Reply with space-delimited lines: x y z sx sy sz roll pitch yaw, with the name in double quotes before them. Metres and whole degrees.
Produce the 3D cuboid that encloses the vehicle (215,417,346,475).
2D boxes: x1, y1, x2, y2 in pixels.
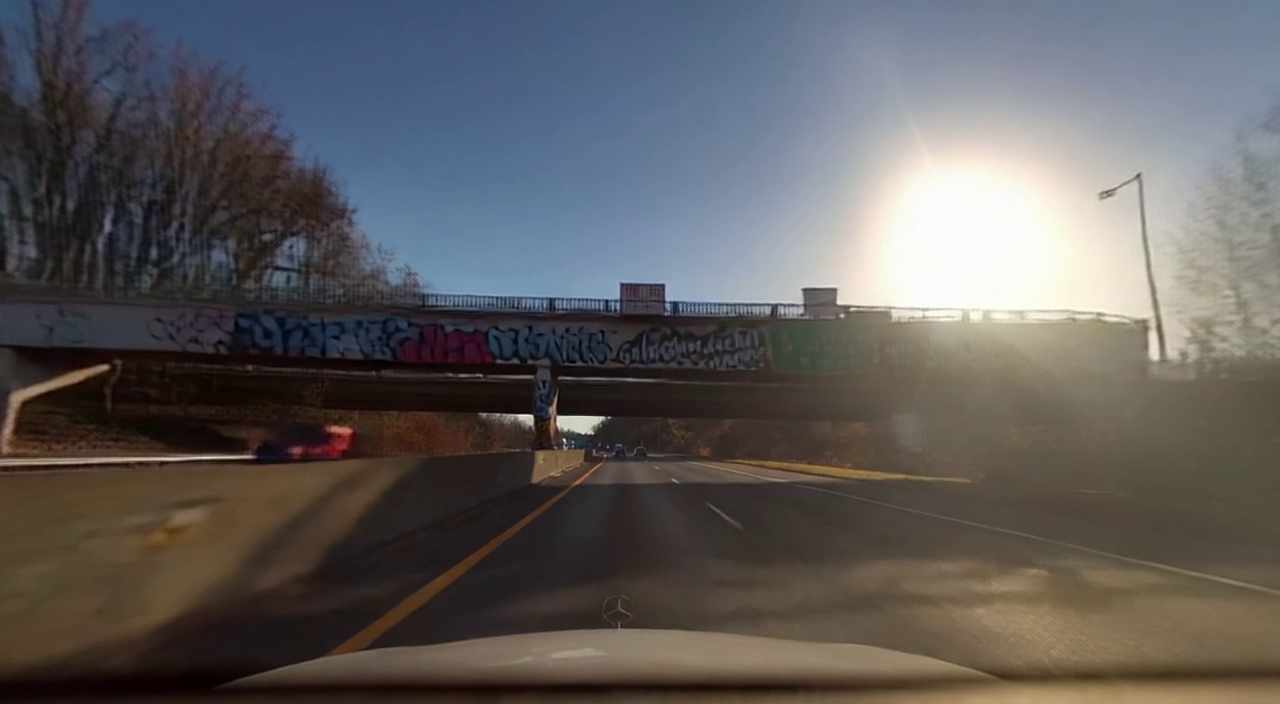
"vehicle" -13.734 3.684 24.426 2.195 1.997 4.907 0 -9 -1
